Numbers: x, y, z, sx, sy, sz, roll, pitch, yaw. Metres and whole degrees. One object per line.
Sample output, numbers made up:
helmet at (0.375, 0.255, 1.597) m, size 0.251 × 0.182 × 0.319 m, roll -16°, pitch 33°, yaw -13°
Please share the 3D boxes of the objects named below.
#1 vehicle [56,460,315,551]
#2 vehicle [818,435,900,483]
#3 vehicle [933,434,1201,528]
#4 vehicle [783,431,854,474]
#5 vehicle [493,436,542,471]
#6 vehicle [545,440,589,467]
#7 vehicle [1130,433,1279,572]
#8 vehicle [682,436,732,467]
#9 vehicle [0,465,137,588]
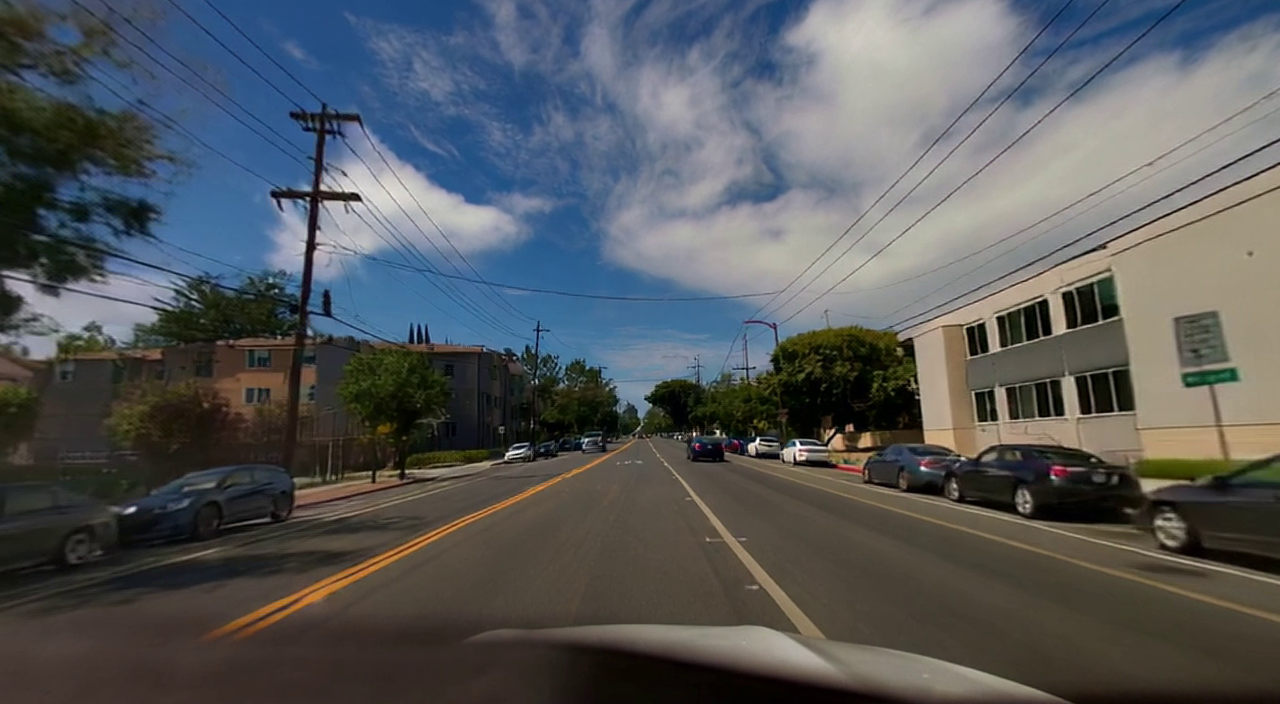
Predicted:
vehicle at (-9.403, 3.165, 13.741) m, size 2.117 × 1.474 × 4.740 m, roll -1°, pitch -8°, yaw 0°
vehicle at (8.004, 3.913, 23.351) m, size 1.836 × 1.500 × 3.630 m, roll 3°, pitch -8°, yaw 2°
vehicle at (7.876, 2.384, 12.340) m, size 2.093 × 1.472 × 4.434 m, roll 0°, pitch -8°, yaw -1°
vehicle at (7.964, 4.507, 28.598) m, size 1.879 × 1.765 × 4.339 m, roll 0°, pitch -8°, yaw -1°
vehicle at (-8.891, 7.314, 46.081) m, size 2.419 × 2.087 × 5.334 m, roll -3°, pitch -6°, yaw 0°
vehicle at (-4.181, 5.909, 36.879) m, size 1.989 × 1.474 × 4.112 m, roll -1°, pitch -8°, yaw 2°
vehicle at (7.660, 1.515, 6.221) m, size 1.943 × 1.441 × 4.494 m, roll 0°, pitch -8°, yaw -1°
vehicle at (3.505, 5.307, 33.873) m, size 2.059 × 1.489 × 4.629 m, roll 0°, pitch -8°, yaw -2°
vehicle at (-9.470, 2.438, 8.399) m, size 1.944 × 1.524 × 4.404 m, roll -5°, pitch -8°, yaw 1°
